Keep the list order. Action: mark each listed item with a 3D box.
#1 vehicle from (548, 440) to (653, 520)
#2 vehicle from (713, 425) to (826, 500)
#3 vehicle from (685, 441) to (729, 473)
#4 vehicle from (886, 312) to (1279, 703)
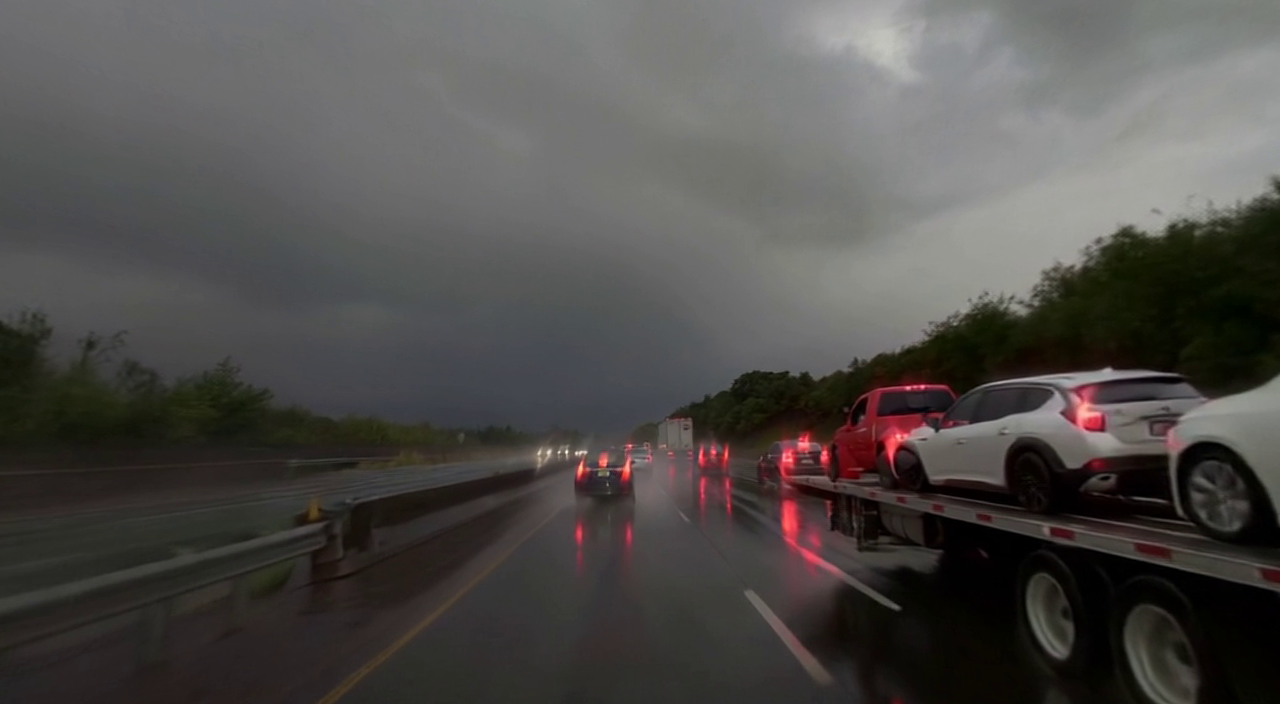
[{"bbox_3d":[-0.732,2.707,13.765,1.991,1.466,3.675,0,-9,0],"label":"vehicle"},{"bbox_3d":[3.536,3.115,18.056,2.303,1.889,3.920,0,-9,-1],"label":"vehicle"},{"bbox_3d":[3.738,5.940,35.834,1.938,1.660,4.223,0,-9,-1],"label":"vehicle"},{"bbox_3d":[3.438,0.981,3.926,1.959,1.783,4.407,0,-9,-1],"label":"vehicle"}]
